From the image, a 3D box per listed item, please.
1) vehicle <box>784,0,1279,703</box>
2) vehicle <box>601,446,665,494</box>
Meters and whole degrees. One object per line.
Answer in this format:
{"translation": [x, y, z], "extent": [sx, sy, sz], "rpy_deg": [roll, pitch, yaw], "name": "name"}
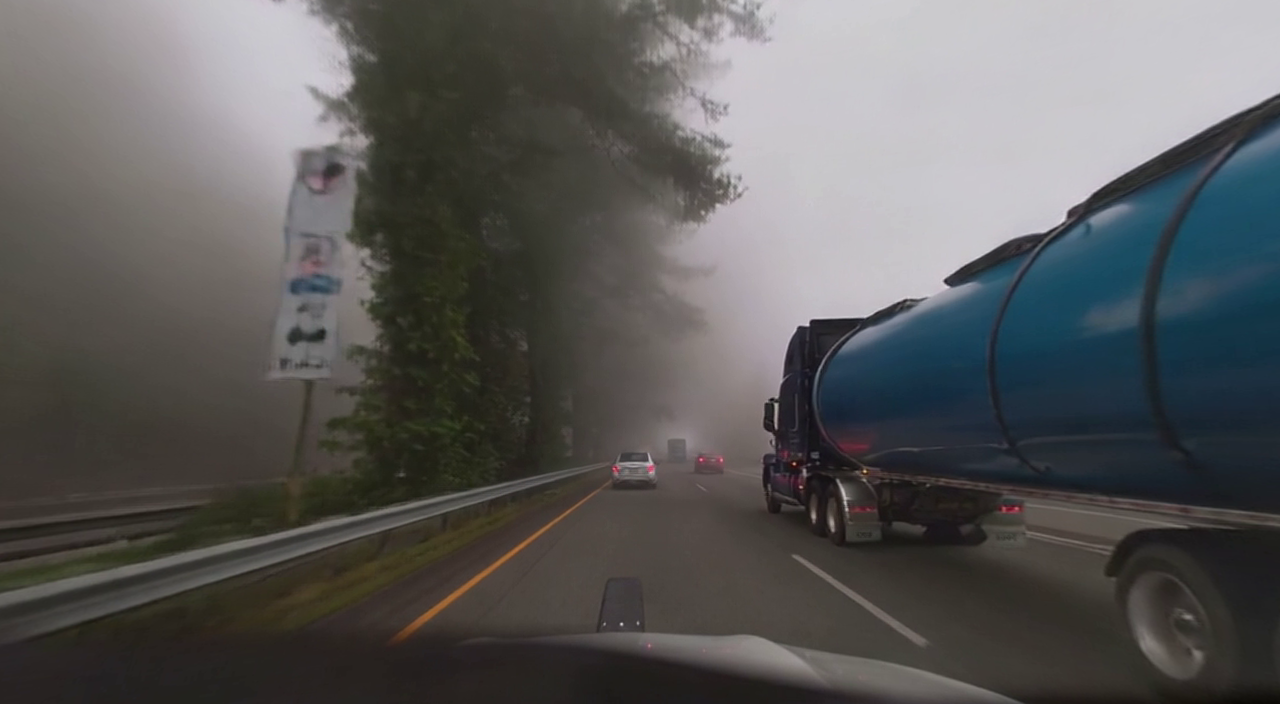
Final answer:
{"translation": [3.899, 0.361, 4.925], "extent": [2.694, 3.453, 11.641], "rpy_deg": [0, -9, 0], "name": "vehicle"}
{"translation": [-0.201, 4.009, 21.764], "extent": [2.003, 1.490, 3.636], "rpy_deg": [0, -9, 1], "name": "vehicle"}
